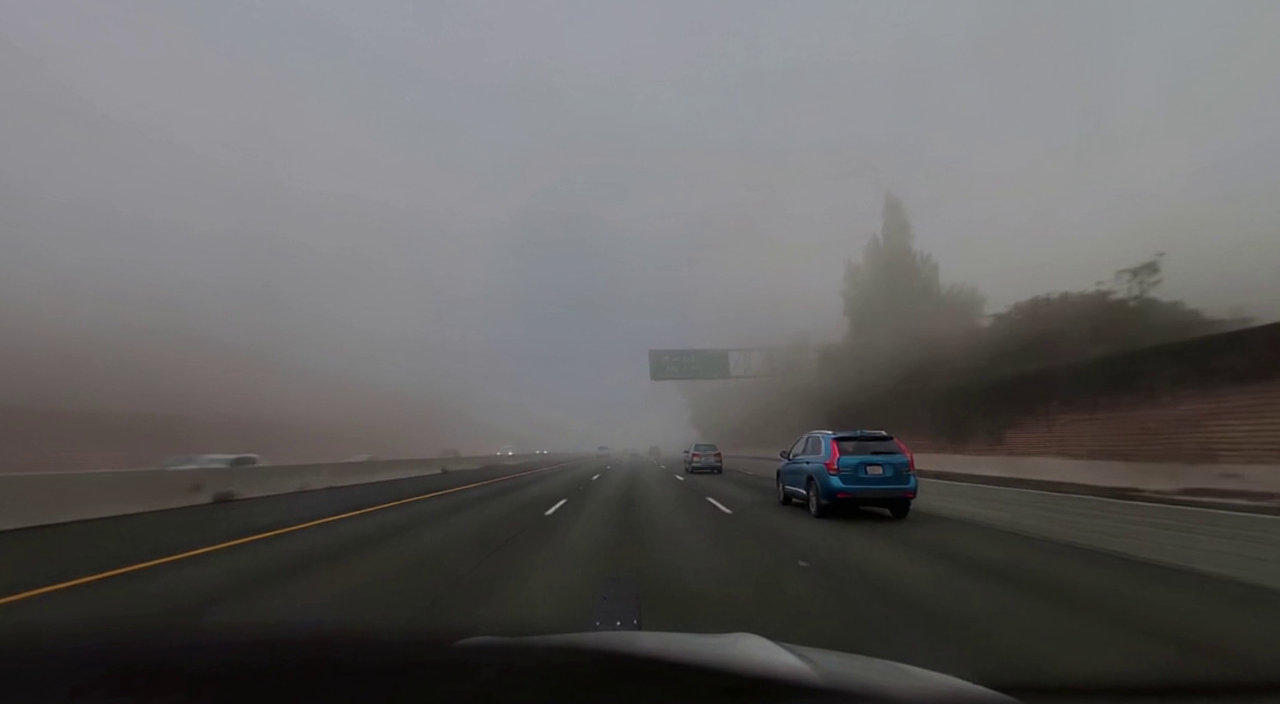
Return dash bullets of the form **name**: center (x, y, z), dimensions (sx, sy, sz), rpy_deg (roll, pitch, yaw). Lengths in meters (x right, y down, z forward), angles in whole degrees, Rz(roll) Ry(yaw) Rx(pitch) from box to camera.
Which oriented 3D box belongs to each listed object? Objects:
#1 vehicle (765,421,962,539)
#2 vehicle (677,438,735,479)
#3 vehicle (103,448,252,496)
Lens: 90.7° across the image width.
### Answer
- **vehicle**: center (3.651, 2.164, 11.315), dimensions (1.910, 1.696, 4.187), rpy_deg (0, -8, -1)
- **vehicle**: center (2.929, 4.829, 28.903), dimensions (2.045, 1.688, 4.313), rpy_deg (0, -9, -2)
- **vehicle**: center (-15.841, 4.098, 22.036), dimensions (1.838, 1.488, 4.436), rpy_deg (0, -9, 0)
